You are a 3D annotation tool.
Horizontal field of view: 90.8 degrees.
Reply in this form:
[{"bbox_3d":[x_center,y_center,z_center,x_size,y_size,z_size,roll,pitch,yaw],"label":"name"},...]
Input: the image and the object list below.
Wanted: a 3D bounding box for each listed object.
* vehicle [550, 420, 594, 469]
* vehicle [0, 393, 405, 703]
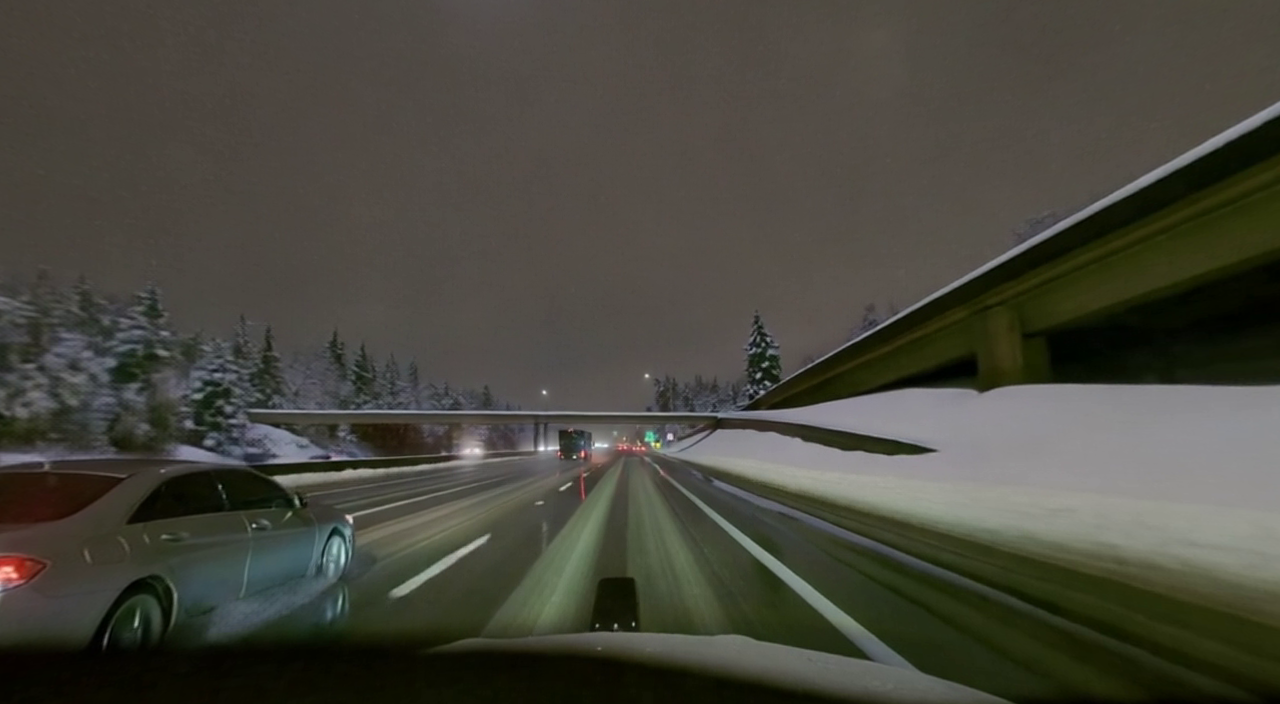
[{"bbox_3d":[-4.406,6.197,42.202,2.364,2.953,6.732,0,-9,-1],"label":"vehicle"},{"bbox_3d":[-3.746,1.296,4.999,2.025,1.556,4.594,0,-8,-1],"label":"vehicle"}]
